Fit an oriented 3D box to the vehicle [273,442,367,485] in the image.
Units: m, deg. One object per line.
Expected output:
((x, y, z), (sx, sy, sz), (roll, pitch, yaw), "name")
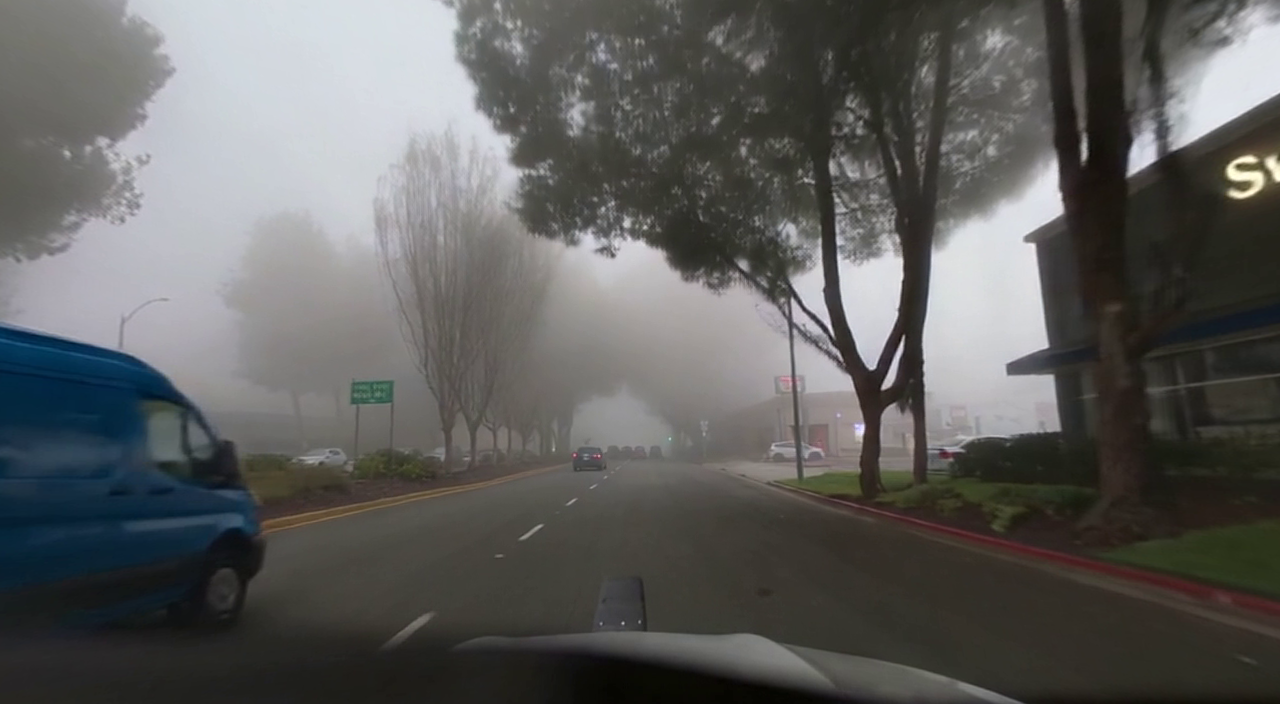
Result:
((-15.121, 5.263, 30.020), (1.936, 1.813, 4.921), (-1, -8, 0), "vehicle")

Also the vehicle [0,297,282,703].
((-3.966, 0.708, 2.499), (2.152, 1.987, 4.952), (0, -8, -1), "vehicle")

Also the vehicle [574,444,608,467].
((-3.337, 7.157, 43.441), (1.966, 1.481, 4.385), (0, -8, 0), "vehicle")

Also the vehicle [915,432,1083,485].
((10.938, 3.268, 19.379), (3.935, 1.518, 1.985), (0, -8, -1), "vehicle")

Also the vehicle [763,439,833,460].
((11.488, 7.095, 45.850), (4.607, 1.471, 1.982), (0, -8, -2), "vehicle")

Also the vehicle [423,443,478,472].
((-11.534, 6.422, 38.473), (2.044, 1.649, 4.211), (0, -8, 0), "vehicle")

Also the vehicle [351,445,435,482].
((-12.070, 5.451, 31.075), (2.024, 1.656, 4.837), (-1, -8, 2), "vehicle")
